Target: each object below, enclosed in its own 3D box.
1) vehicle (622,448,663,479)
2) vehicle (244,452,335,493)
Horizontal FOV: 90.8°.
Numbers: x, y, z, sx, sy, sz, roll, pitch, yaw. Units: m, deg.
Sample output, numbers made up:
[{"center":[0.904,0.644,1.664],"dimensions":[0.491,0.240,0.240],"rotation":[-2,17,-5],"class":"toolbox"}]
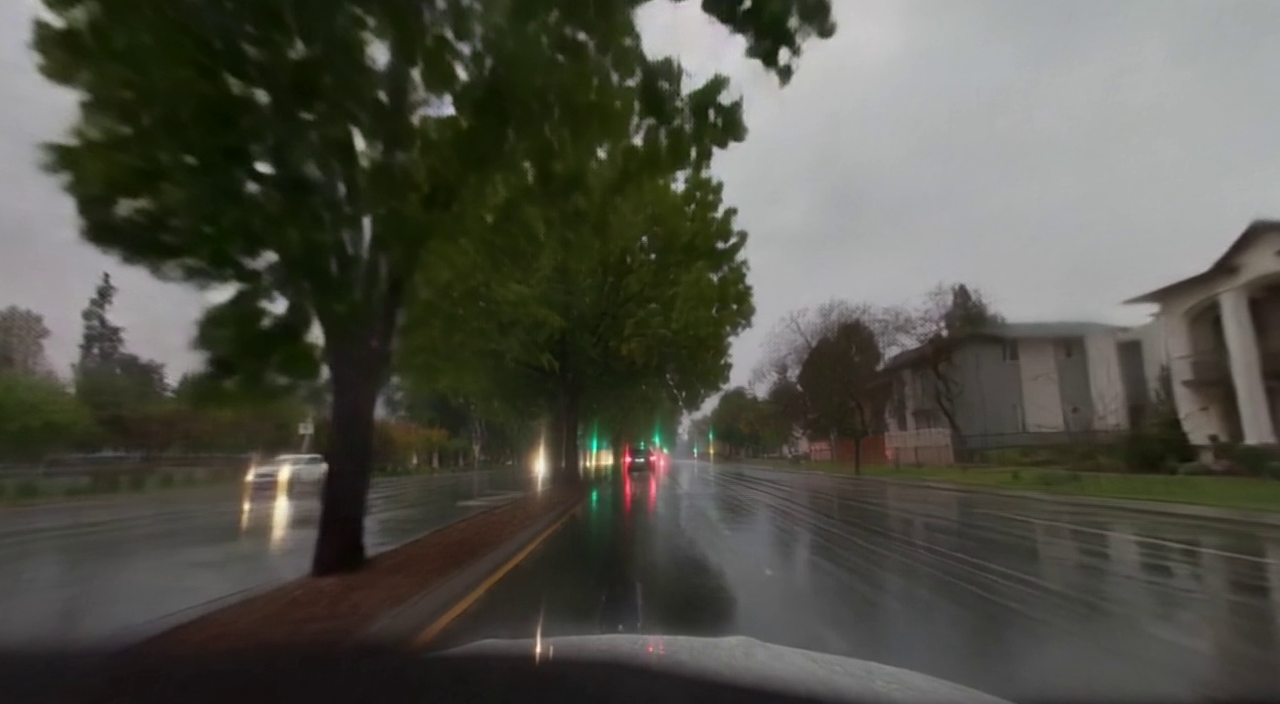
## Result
[{"center":[0.169,6.033,34.536],"dimensions":[2.093,1.591,4.247],"rotation":[0,-9,1],"class":"vehicle"},{"center":[-18.318,6.272,33.340],"dimensions":[2.048,1.955,4.692],"rotation":[0,-9,1],"class":"vehicle"}]
